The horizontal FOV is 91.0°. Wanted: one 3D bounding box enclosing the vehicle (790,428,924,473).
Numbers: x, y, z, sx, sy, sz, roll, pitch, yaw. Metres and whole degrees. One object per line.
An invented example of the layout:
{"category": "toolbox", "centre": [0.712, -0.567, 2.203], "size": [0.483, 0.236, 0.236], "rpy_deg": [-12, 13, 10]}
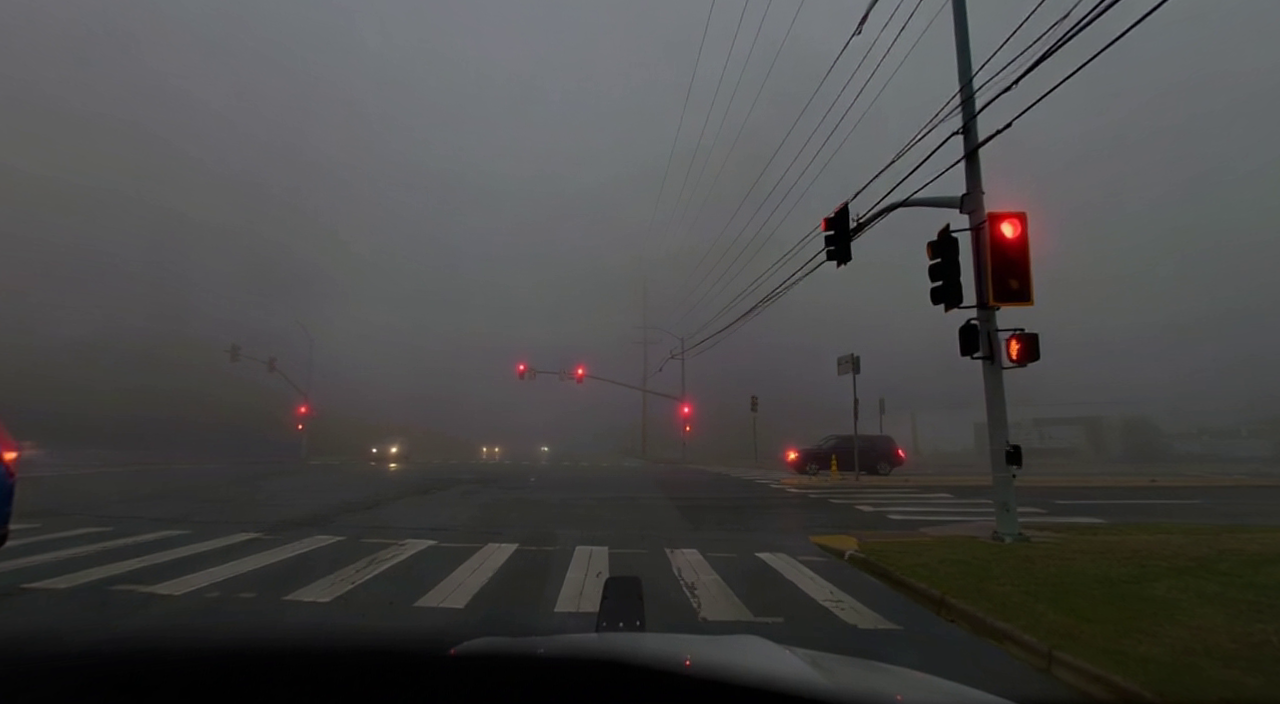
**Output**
{"category": "vehicle", "centre": [8.702, 4.018, 25.729], "size": [4.884, 1.714, 2.021], "rpy_deg": [-2, -9, 12]}
